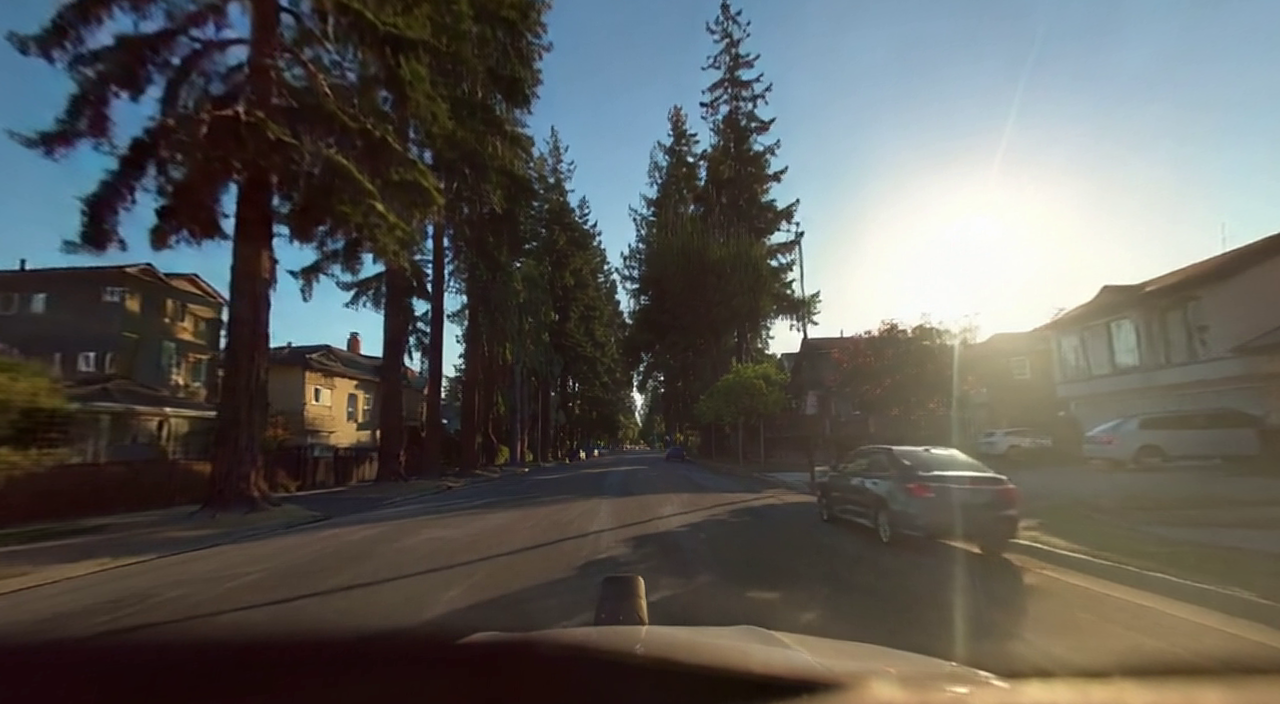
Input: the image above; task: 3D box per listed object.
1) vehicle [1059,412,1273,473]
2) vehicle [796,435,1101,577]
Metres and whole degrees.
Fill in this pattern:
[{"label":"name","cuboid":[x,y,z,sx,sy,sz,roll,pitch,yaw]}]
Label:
[{"label":"vehicle","cuboid":[15.380,2.667,18.695,4.505,1.667,2.018,0,-8,-1]},{"label":"vehicle","cuboid":[3.815,1.948,8.904,2.013,1.473,4.329,0,-8,-1]}]
